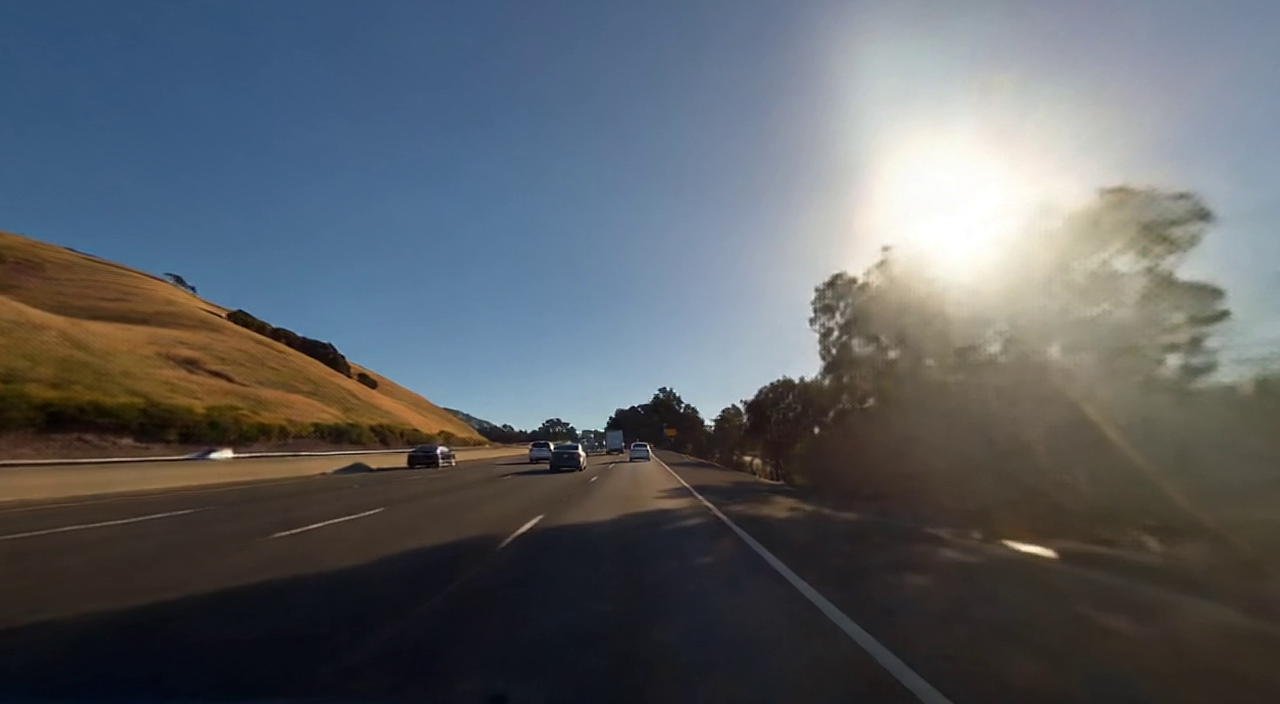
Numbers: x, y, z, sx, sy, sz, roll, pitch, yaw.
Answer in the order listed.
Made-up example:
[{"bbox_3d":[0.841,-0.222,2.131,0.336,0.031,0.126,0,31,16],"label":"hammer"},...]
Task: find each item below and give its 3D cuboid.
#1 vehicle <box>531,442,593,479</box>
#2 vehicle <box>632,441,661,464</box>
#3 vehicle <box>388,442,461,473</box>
[{"bbox_3d":[-3.370,4.797,28.263,2.080,1.505,4.649,-1,-8,1],"label":"vehicle"},{"bbox_3d":[0.503,7.725,48.726,2.138,1.674,4.044,0,-8,1],"label":"vehicle"},{"bbox_3d":[-10.907,5.361,32.349,1.945,1.466,4.947,0,-8,1],"label":"vehicle"}]
